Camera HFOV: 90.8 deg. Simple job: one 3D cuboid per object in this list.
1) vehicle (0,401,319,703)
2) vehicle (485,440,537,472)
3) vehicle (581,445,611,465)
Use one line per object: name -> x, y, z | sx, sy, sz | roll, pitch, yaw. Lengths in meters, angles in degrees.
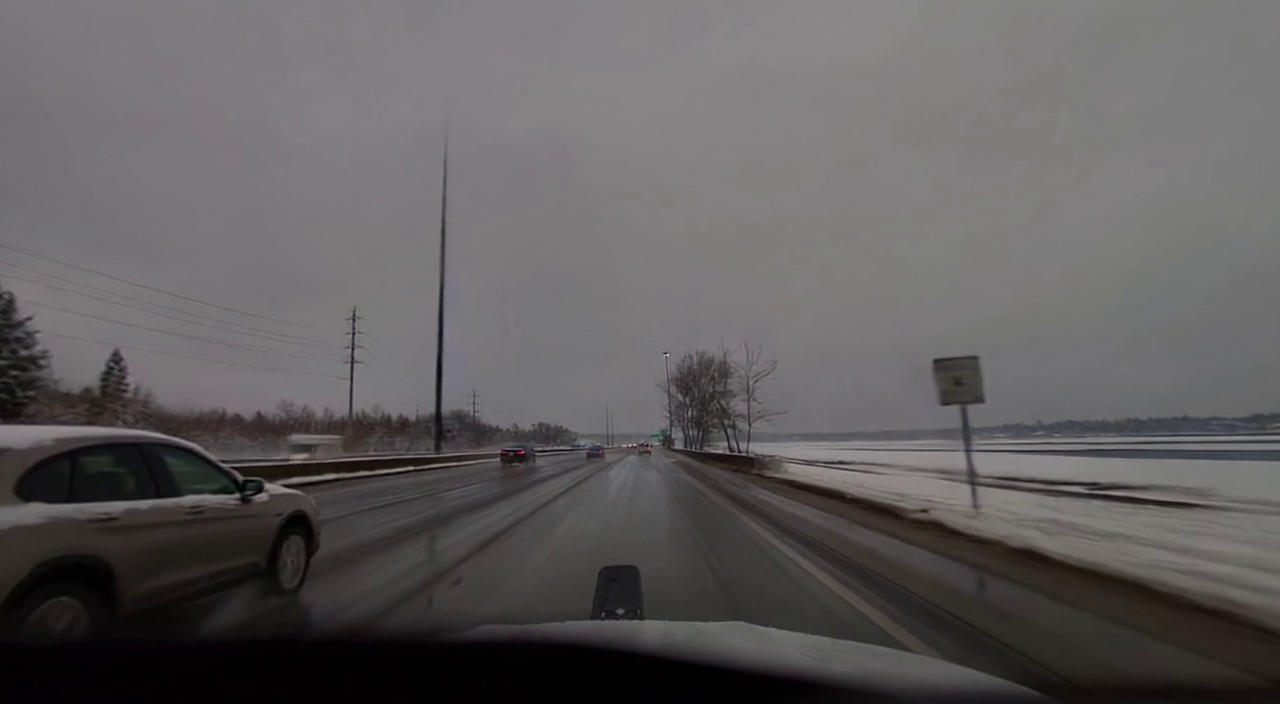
vehicle -> -3.630, 0.995, 2.812 | 2.015, 1.501, 4.454 | 0, -8, 1
vehicle -> -7.414, 6.036, 36.816 | 2.050, 1.717, 4.418 | 0, -8, 1
vehicle -> -3.417, 8.082, 49.659 | 1.957, 1.494, 4.207 | 0, -8, 1
